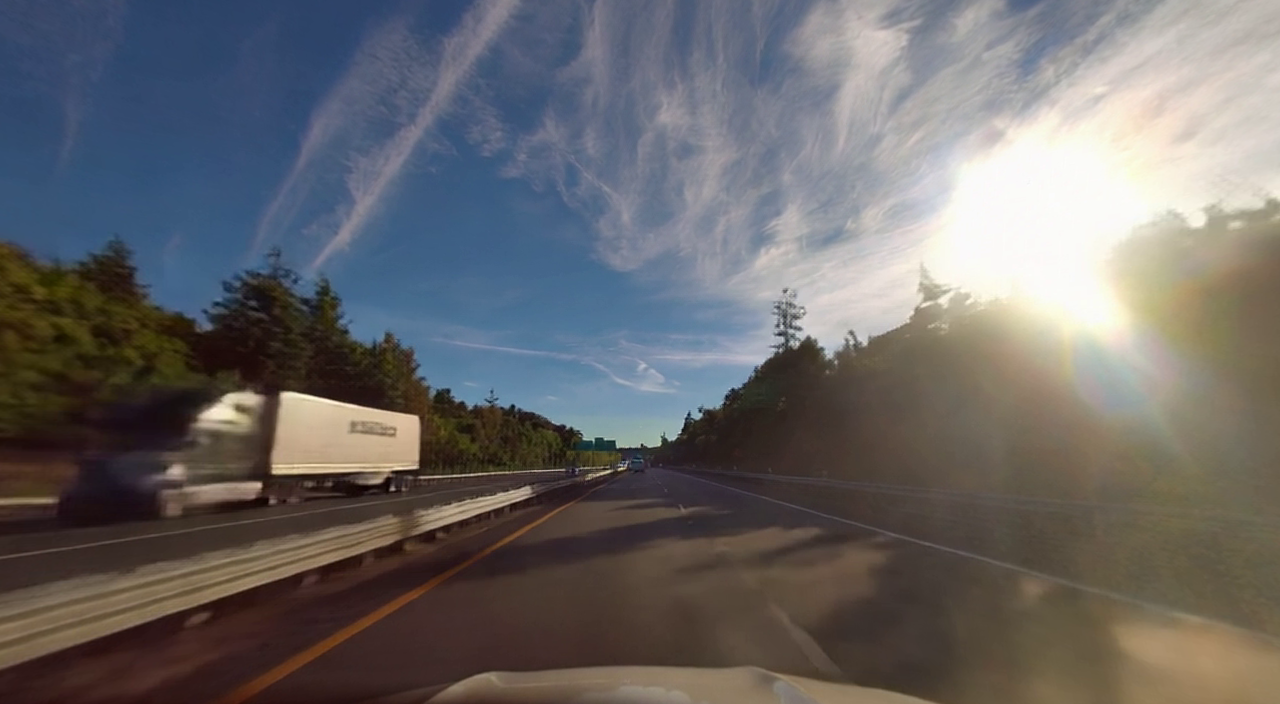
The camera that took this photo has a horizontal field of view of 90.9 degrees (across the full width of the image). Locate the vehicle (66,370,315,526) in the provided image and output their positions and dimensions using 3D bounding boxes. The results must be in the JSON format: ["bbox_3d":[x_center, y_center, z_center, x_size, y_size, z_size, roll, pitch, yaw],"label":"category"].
[{"bbox_3d":[-13.179,2.996,19.351,2.963,3.991,5.854,1,-10,0],"label":"vehicle"}]
